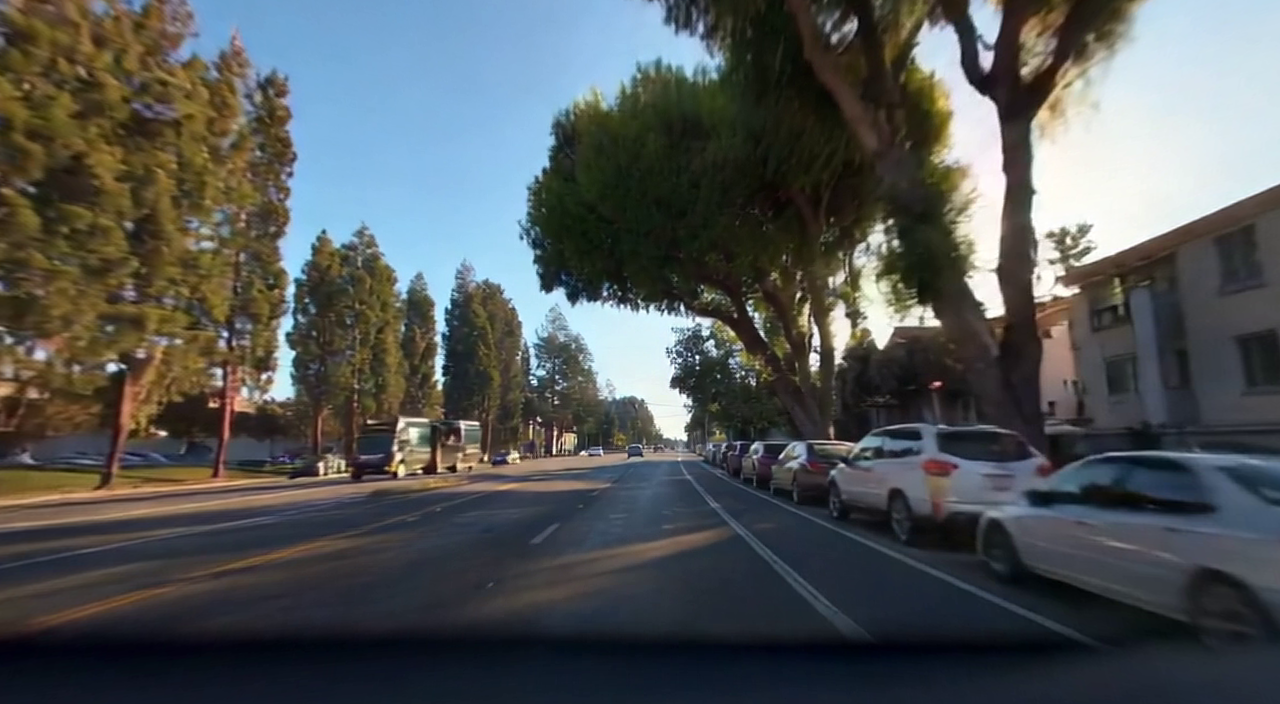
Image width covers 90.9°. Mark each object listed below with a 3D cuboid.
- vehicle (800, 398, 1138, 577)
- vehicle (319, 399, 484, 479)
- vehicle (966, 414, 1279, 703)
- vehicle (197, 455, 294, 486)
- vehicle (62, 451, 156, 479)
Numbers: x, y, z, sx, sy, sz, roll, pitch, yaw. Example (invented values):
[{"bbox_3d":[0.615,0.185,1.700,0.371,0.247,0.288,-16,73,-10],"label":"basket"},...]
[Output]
[{"bbox_3d":[4.041,1.750,9.033,2.108,1.827,4.844,0,-8,-1],"label":"vehicle"},{"bbox_3d":[-12.531,4.930,35.598,3.222,3.589,13.866,-1,-8,3],"label":"vehicle"},{"bbox_3d":[4.300,1.245,4.356,1.806,1.536,4.225,0,-8,0],"label":"vehicle"},{"bbox_3d":[-22.879,6.868,36.844,2.026,1.531,5.099,-1,-8,6],"label":"vehicle"},{"bbox_3d":[-33.698,7.176,40.097,4.231,1.650,2.053,-1,-8,3],"label":"vehicle"}]
